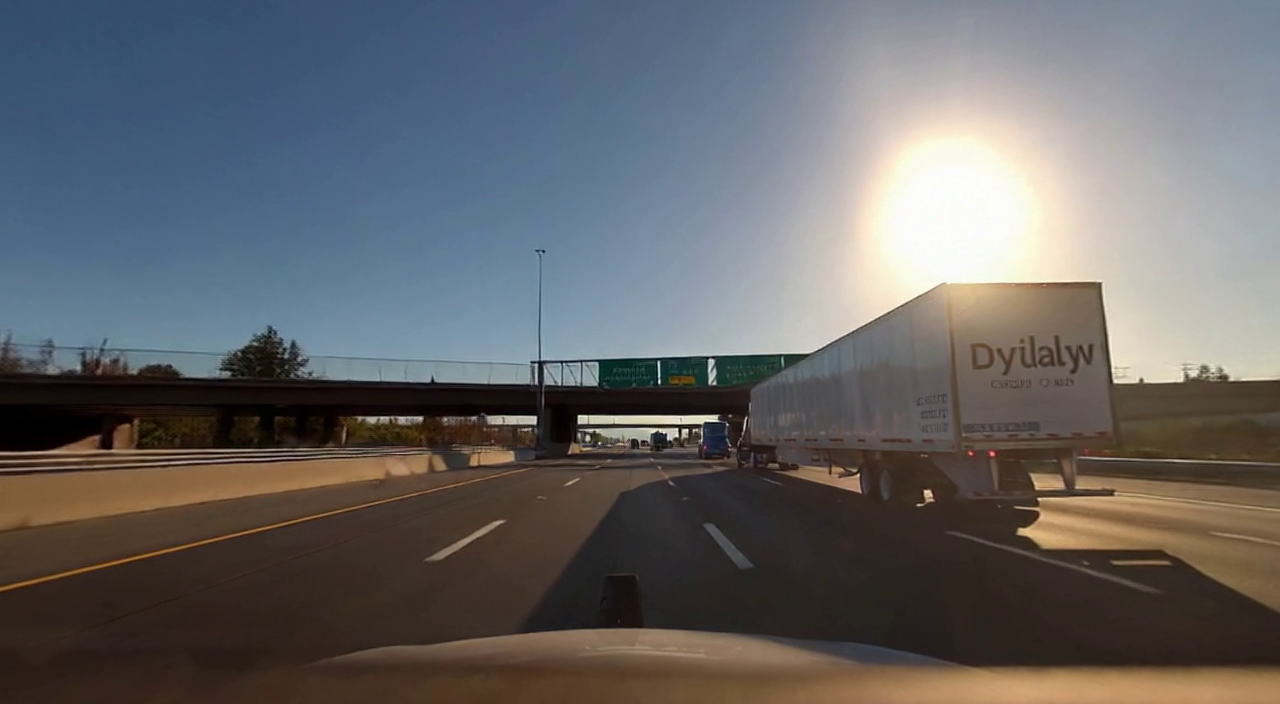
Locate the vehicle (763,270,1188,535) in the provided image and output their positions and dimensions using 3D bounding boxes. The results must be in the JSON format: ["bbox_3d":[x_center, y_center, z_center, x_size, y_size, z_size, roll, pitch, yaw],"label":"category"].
[{"bbox_3d":[6.476,1.872,17.454,2.962,3.947,16.241,0,-8,0],"label":"vehicle"}]
